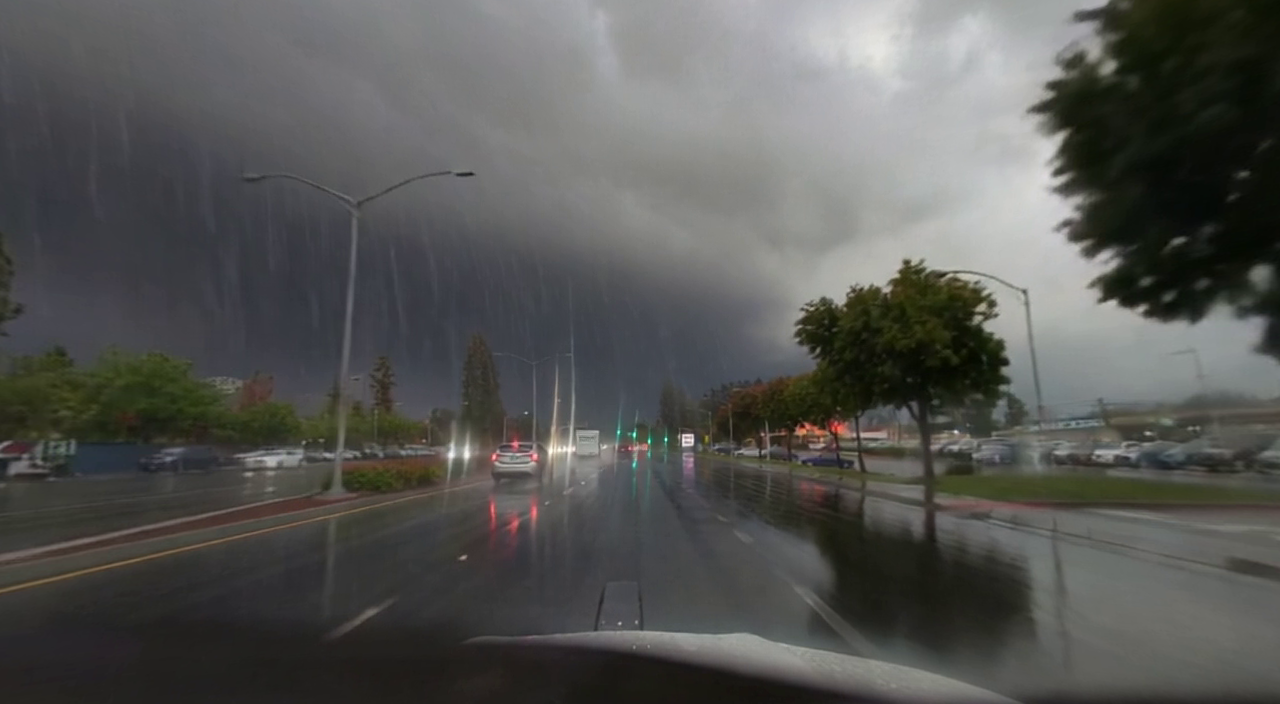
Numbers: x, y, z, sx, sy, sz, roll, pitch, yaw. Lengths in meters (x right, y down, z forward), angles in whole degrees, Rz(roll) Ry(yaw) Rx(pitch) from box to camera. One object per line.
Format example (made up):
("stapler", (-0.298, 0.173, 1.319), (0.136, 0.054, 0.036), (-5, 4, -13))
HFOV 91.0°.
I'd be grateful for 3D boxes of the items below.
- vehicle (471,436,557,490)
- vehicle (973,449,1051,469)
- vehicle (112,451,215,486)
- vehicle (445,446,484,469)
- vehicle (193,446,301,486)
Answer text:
("vehicle", (-4.252, 3.826, 22.047), (2.109, 1.672, 4.256), (0, -9, 0))
("vehicle", (28.847, 8.295, 48.891), (4.754, 1.499, 1.955), (0, -9, 1))
("vehicle", (-23.036, 5.611, 30.620), (1.836, 1.582, 4.075), (1, -9, -1))
("vehicle", (-12.712, 7.651, 45.792), (1.760, 1.567, 3.930), (1, -9, -1))
("vehicle", (-19.204, 5.553, 31.105), (2.108, 1.770, 4.992), (0, -9, 0))
